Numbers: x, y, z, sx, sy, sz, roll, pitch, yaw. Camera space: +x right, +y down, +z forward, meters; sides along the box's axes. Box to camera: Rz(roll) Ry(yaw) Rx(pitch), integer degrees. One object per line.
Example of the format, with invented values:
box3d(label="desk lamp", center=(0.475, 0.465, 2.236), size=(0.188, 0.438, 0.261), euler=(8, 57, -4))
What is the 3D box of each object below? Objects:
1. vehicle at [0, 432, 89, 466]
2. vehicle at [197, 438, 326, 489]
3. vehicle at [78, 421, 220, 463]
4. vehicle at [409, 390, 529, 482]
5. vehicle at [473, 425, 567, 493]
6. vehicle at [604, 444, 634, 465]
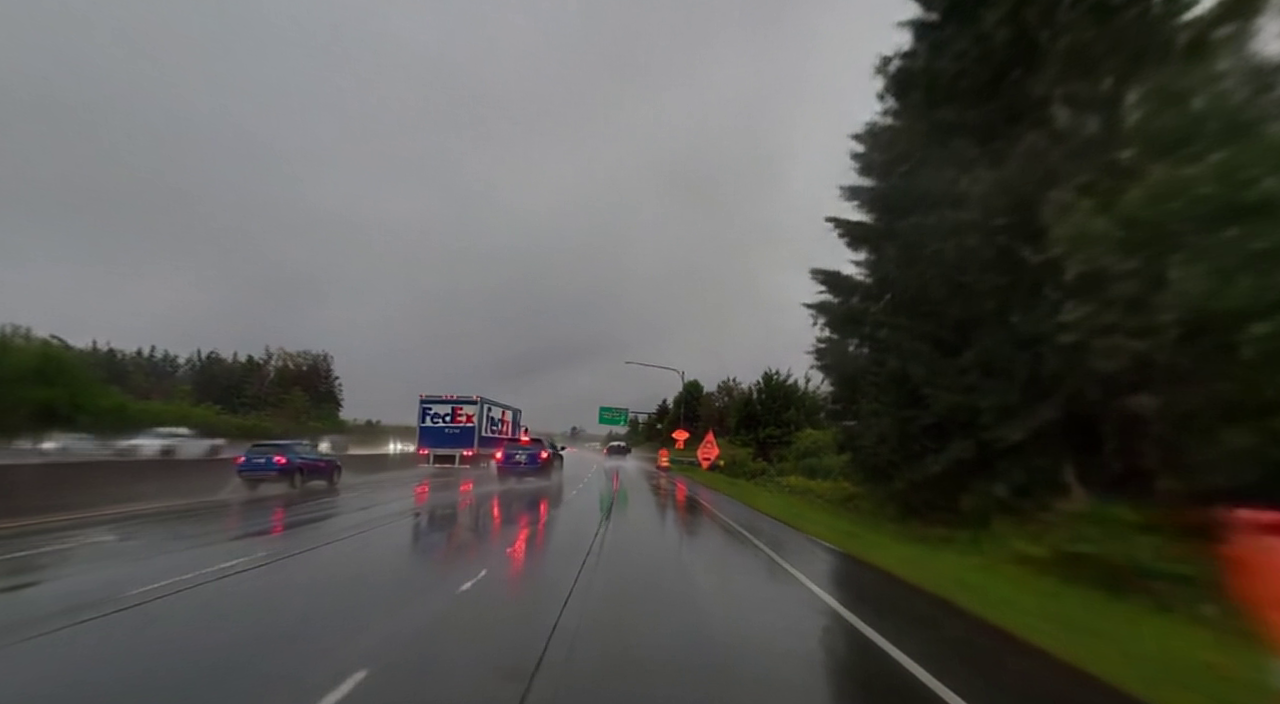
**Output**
box3d(label="vehicle", center=(-33.683, 5.369, 34.922), size=(1.990, 1.758, 5.022), euler=(0, -9, -3))
box3d(label="vehicle", center=(-13.570, 4.011, 23.021), size=(2.018, 1.668, 4.409), euler=(0, -9, -1))
box3d(label="vehicle", center=(-23.531, 4.412, 30.709), size=(2.212, 1.846, 6.051), euler=(0, -9, -2))
box3d(label="vehicle", center=(-6.844, 3.637, 26.850), size=(2.870, 3.266, 8.589), euler=(0, -9, -1))
box3d(label="vehicle", center=(-3.657, 3.377, 20.216), size=(2.170, 1.886, 4.628), euler=(0, -9, -1))
box3d(label="vehicle", center=(-1.582, 7.571, 46.820), size=(2.043, 1.489, 3.839), euler=(1, -9, -4))
